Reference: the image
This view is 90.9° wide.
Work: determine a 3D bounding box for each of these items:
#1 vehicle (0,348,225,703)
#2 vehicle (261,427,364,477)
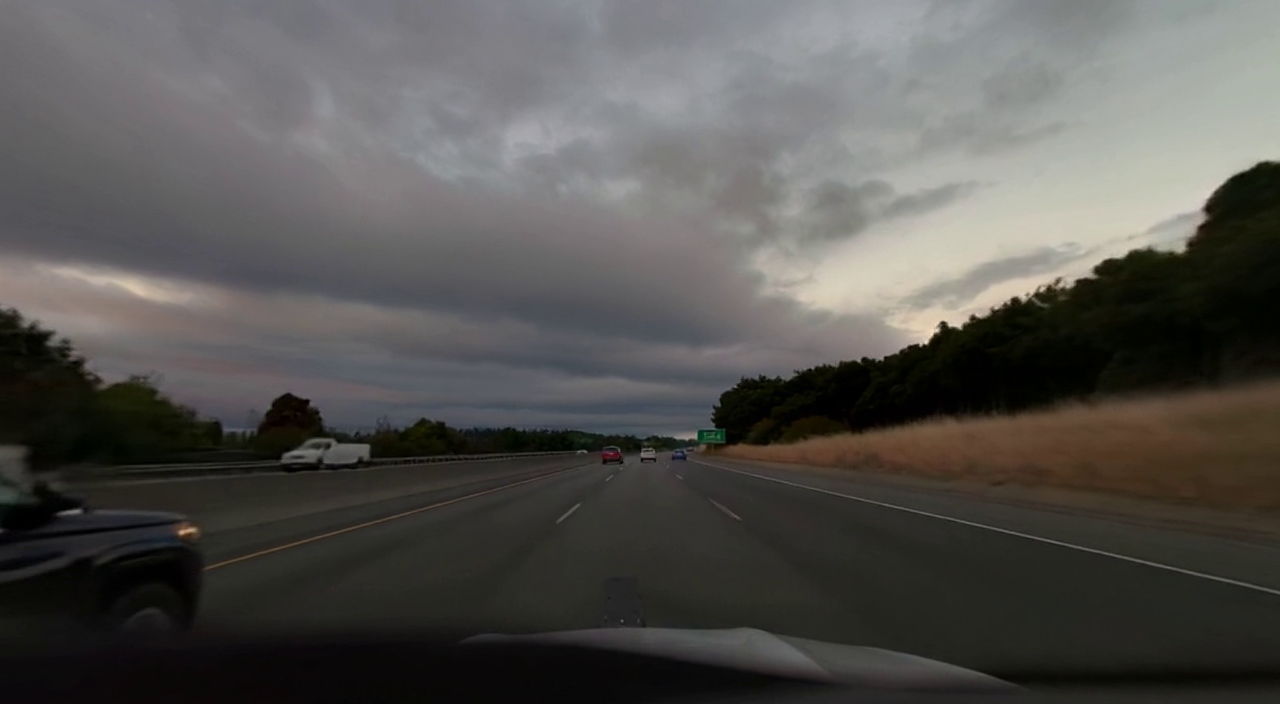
[{"bbox_3d":[-3.351,0.679,1.266,2.043,1.689,4.314,0,-9,0],"label":"vehicle"},{"bbox_3d":[-19.593,6.065,38.274,2.287,2.698,7.092,0,-9,1],"label":"vehicle"}]
